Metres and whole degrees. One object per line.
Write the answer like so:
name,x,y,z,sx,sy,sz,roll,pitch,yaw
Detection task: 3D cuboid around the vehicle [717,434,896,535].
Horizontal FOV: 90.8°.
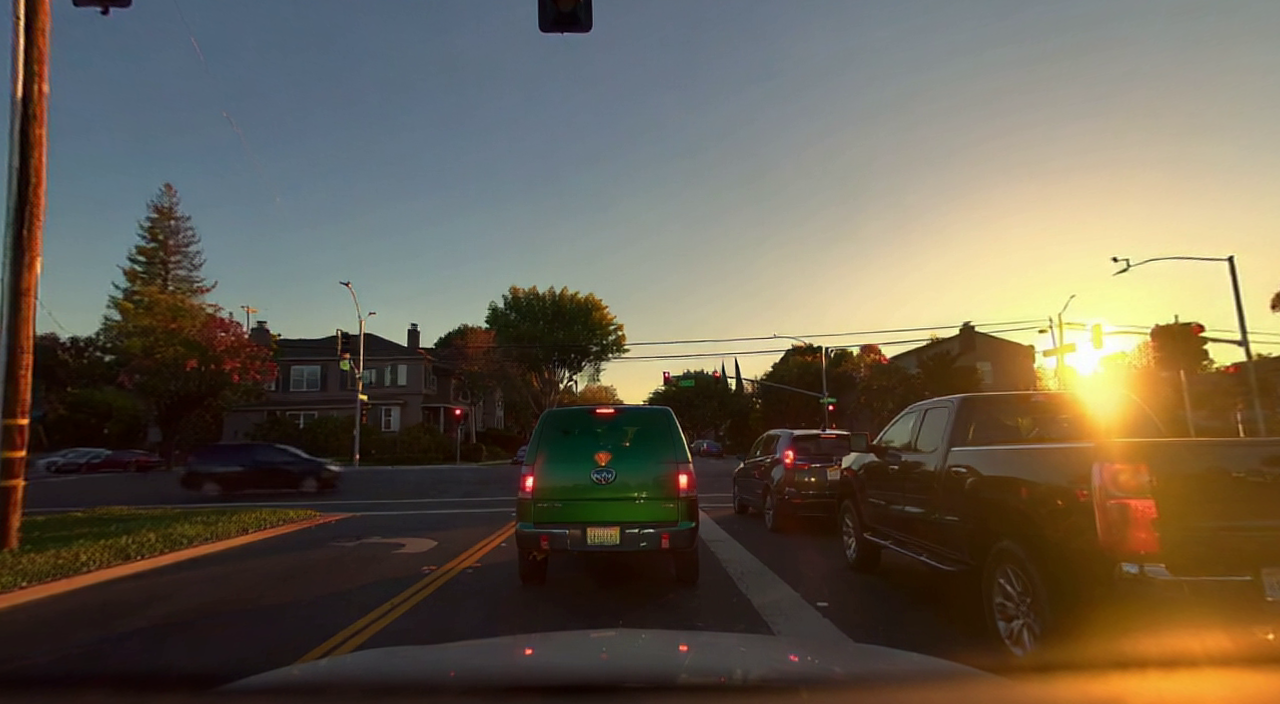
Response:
vehicle,2.719,2.268,11.537,1.952,1.465,4.421,0,-8,-1

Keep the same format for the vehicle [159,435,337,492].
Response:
vehicle,-13.031,3.714,21.310,4.635,1.755,1.882,1,-8,-8

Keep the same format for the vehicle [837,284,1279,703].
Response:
vehicle,2.982,0.972,3.795,1.886,1.849,5.070,0,-8,-1

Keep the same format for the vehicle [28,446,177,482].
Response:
vehicle,-22.899,4.782,27.079,4.533,1.350,1.714,0,-8,-9

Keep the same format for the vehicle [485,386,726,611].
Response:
vehicle,-0.229,1.411,6.808,1.915,1.780,3.379,0,-8,2
